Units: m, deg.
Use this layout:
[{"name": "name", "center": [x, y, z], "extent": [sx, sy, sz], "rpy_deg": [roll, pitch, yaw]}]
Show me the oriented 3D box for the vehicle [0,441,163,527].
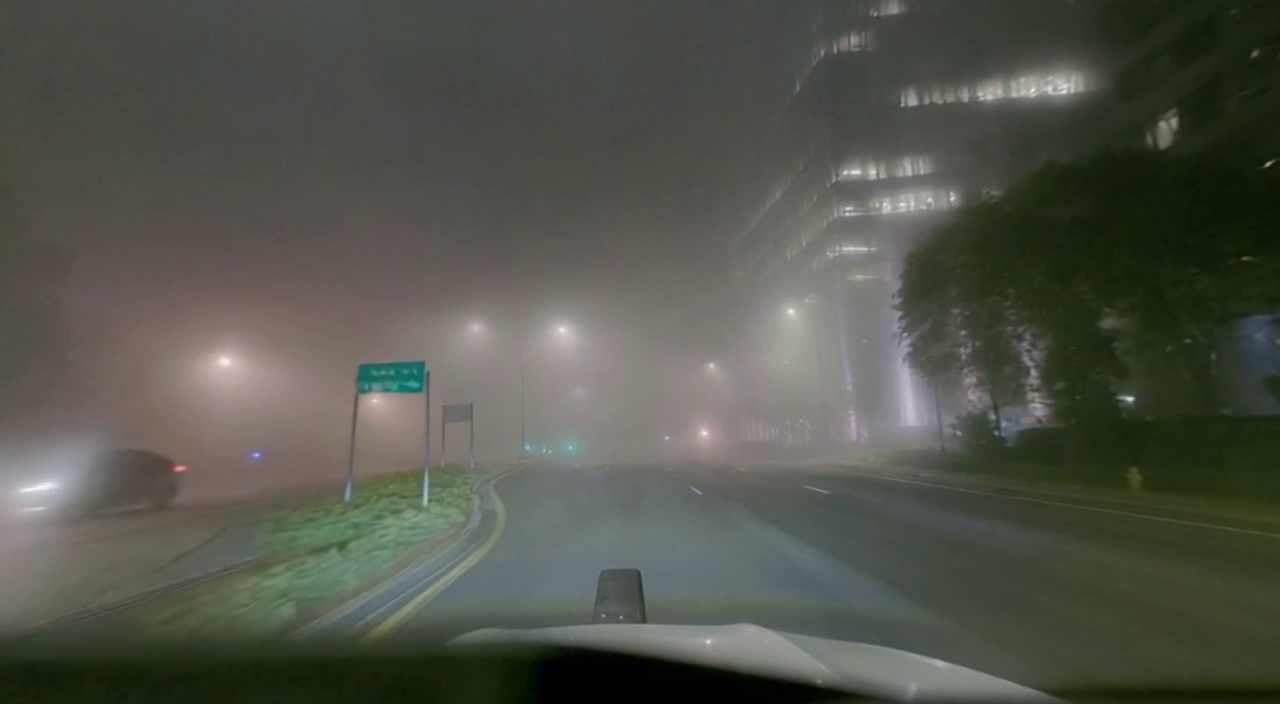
[{"name": "vehicle", "center": [-14.326, 3.036, 15.021], "extent": [2.105, 1.774, 4.800], "rpy_deg": [0, -9, 1]}]
